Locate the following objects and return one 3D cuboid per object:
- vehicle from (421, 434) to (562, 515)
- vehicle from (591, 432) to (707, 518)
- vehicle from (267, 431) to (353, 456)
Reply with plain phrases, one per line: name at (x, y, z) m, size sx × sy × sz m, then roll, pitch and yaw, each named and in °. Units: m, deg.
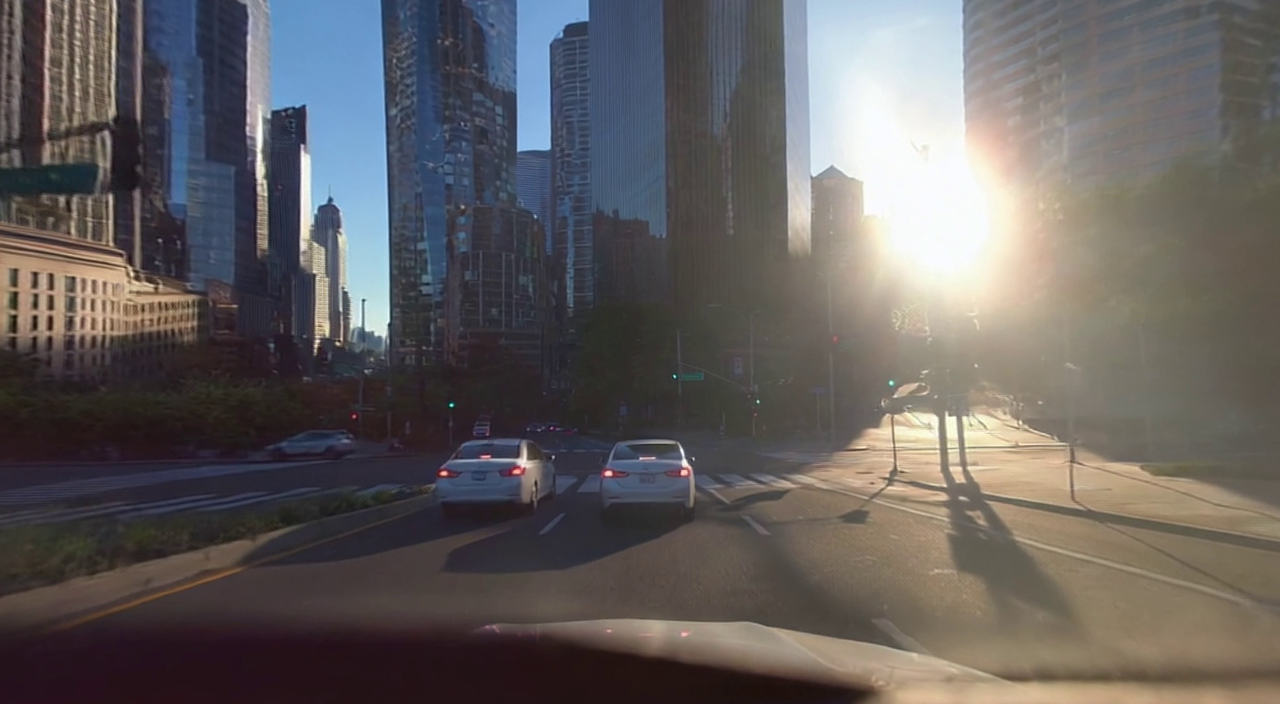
vehicle at (-3.017, 2.596, 13.977) m, size 1.995 × 1.479 × 4.627 m, roll 0°, pitch -8°, yaw 0°
vehicle at (0.129, 2.417, 12.940) m, size 2.016 × 1.478 × 3.795 m, roll 0°, pitch -8°, yaw -1°
vehicle at (-21.337, 5.960, 41.075) m, size 4.533 × 1.520 × 1.887 m, roll 2°, pitch -9°, yaw -13°
